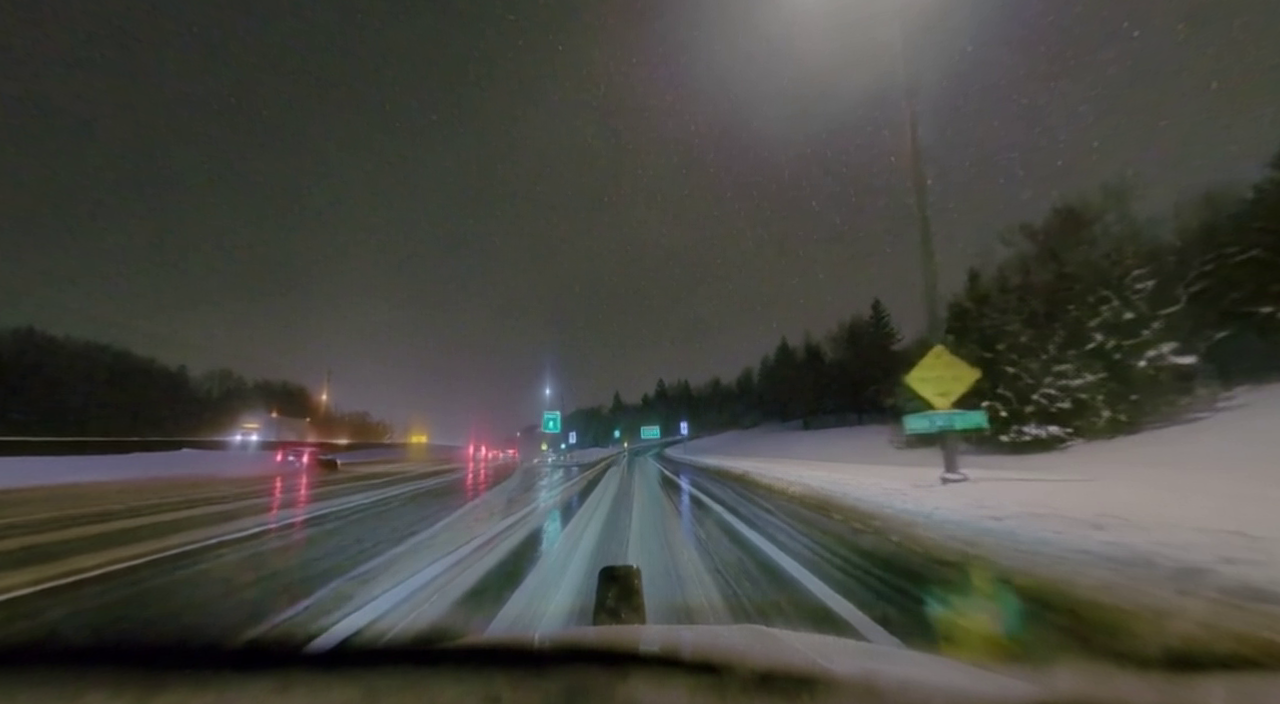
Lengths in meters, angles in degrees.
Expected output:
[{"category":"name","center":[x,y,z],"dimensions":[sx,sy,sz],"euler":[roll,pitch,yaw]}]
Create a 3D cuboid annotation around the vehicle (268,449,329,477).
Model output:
[{"category":"vehicle","center":[-23.201,7.520,42.958],"dimensions":[2.093,1.735,4.285],"euler":[0,-9,-6]}]
